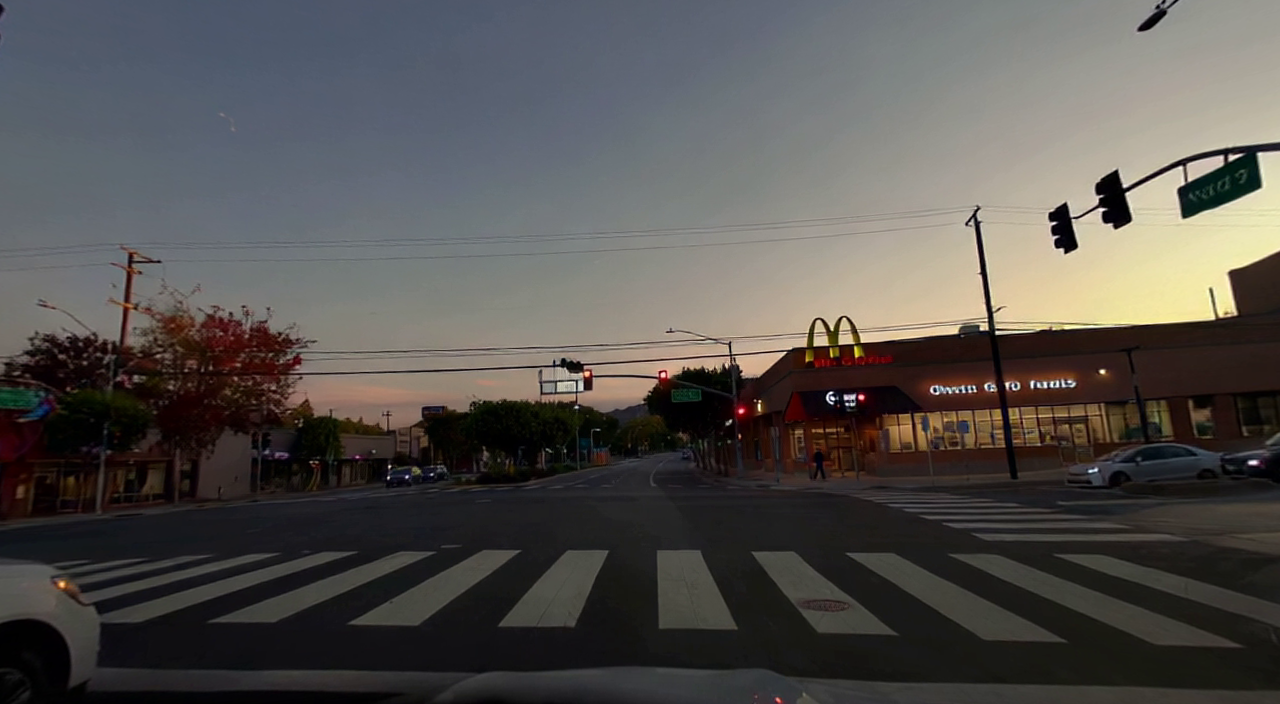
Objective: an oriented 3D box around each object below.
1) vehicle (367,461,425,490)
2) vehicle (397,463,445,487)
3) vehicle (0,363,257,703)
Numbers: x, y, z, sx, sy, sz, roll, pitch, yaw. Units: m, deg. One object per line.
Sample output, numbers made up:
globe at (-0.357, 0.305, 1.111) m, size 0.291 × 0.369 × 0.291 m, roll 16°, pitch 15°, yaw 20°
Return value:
vehicle at (-19.210, 9.708, 49.826) m, size 2.227 × 2.033 × 5.614 m, roll 0°, pitch -9°, yaw 1°
vehicle at (-15.742, 8.827, 45.417) m, size 1.931 × 1.471 × 4.152 m, roll 0°, pitch -9°, yaw 1°
vehicle at (-3.410, 0.739, 1.412) m, size 2.081 × 1.644 × 4.523 m, roll 0°, pitch -9°, yaw 3°
